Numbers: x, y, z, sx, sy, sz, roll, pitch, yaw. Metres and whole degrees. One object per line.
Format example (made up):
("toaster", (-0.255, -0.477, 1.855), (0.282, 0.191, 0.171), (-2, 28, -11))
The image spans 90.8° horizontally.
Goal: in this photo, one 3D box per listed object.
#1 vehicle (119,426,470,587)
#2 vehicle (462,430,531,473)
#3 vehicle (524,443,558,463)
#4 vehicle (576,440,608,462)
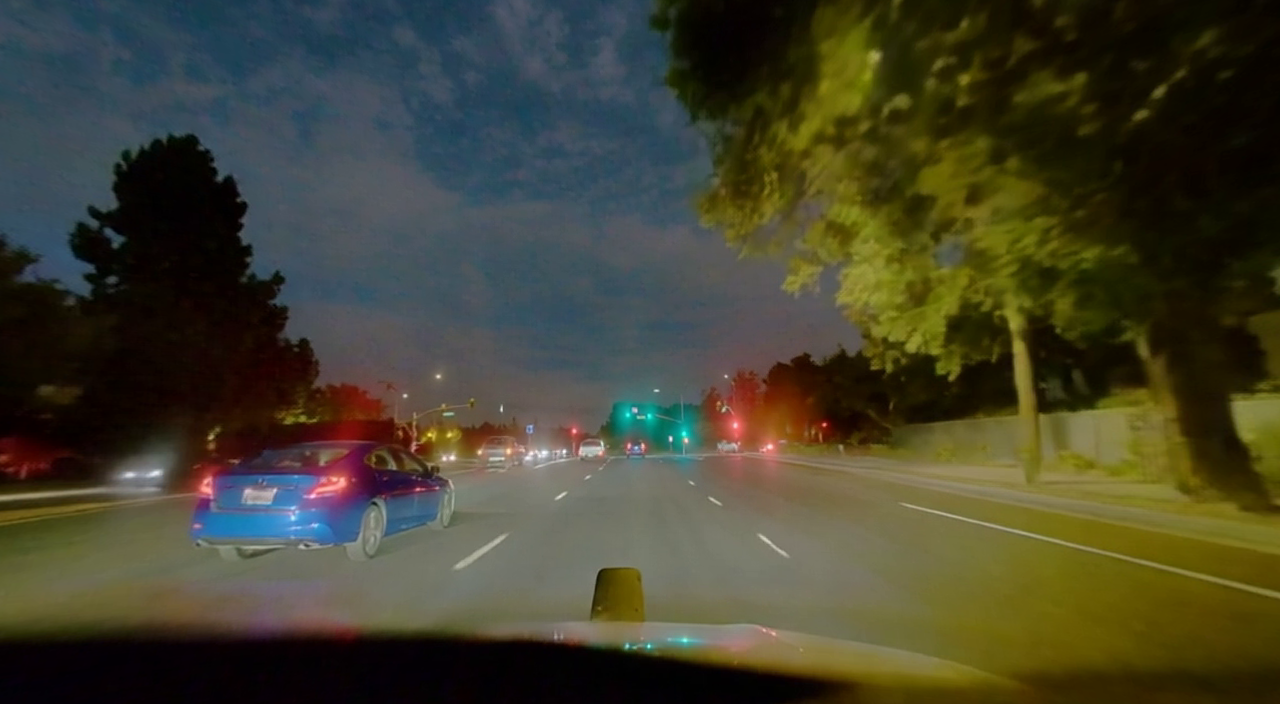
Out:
("vehicle", (-3.705, 1.724, 7.927), (1.905, 1.418, 4.396), (1, -9, 0))
("vehicle", (-7.449, 5.285, 33.628), (2.274, 2.040, 6.031), (1, -9, 0))
("vehicle", (-7.769, 7.993, 49.977), (1.920, 1.456, 4.534), (0, -9, 0))
("vehicle", (-3.591, 7.521, 48.085), (2.103, 1.592, 4.160), (0, -9, 1))
